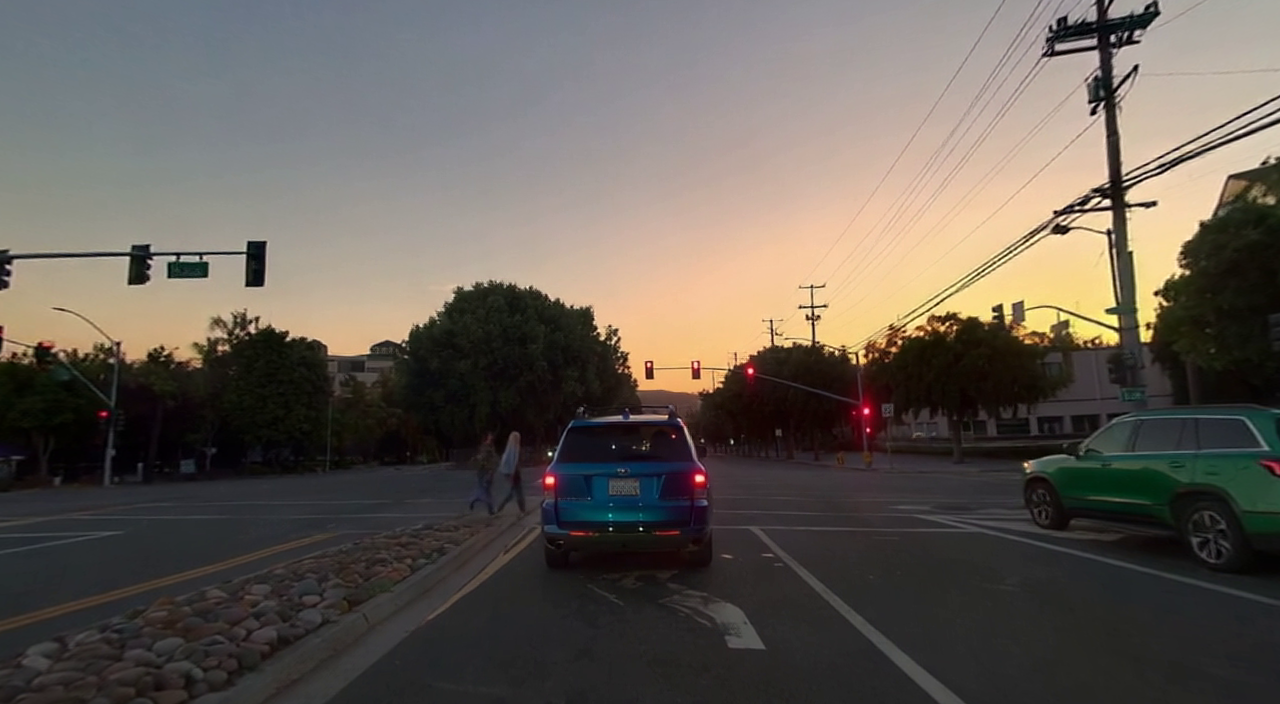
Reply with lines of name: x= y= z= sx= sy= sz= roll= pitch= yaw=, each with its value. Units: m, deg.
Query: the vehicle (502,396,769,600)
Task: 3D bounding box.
vehicle: x=-0.065 y=1.571 z=7.623 sx=2.285 sy=1.729 sz=4.252 roll=0 pitch=-9 yaw=-1

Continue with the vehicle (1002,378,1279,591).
vehicle: x=6.621 y=1.399 z=7.191 sx=2.119 sy=1.827 sz=4.806 roll=0 pitch=-9 yaw=0
